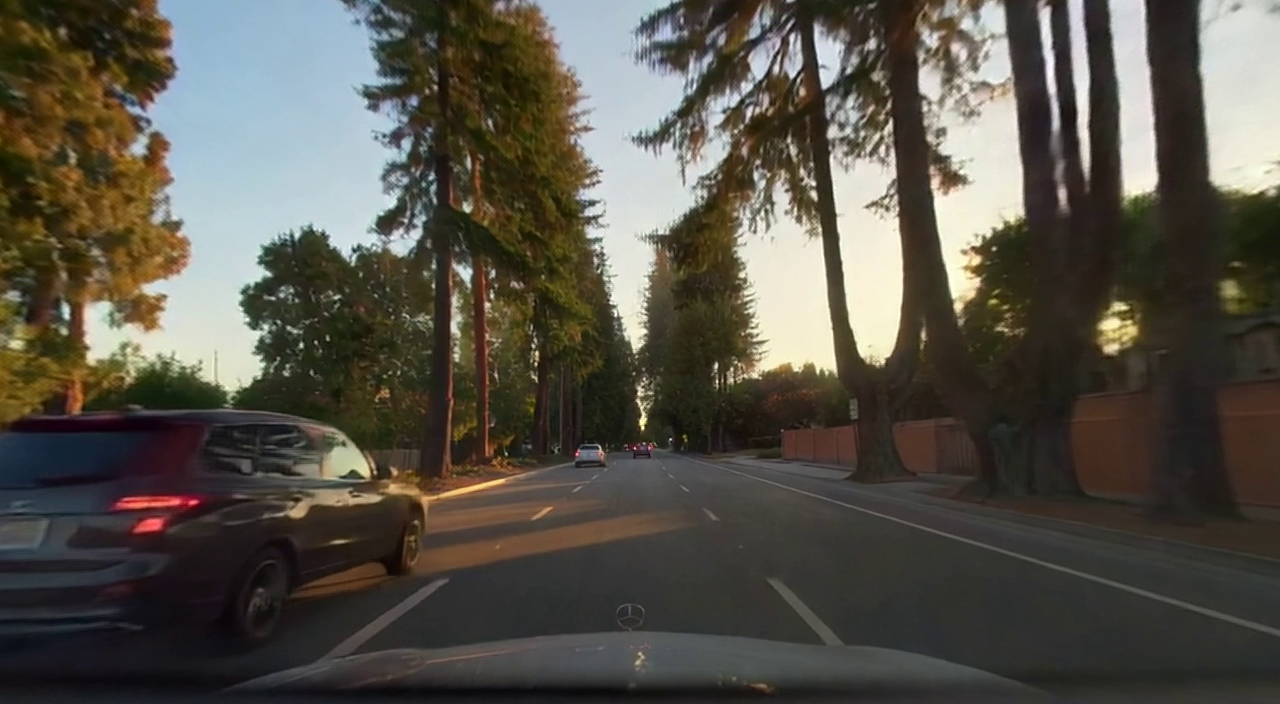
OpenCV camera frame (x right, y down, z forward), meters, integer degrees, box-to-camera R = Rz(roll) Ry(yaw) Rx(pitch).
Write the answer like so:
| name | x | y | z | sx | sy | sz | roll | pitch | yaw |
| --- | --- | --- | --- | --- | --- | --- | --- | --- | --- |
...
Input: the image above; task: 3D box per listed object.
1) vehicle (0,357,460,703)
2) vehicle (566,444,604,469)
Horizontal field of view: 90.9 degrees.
| name | x | y | z | sx | sy | sz | roll | pitch | yaw |
| --- | --- | --- | --- | --- | --- | --- | --- | --- | --- |
| vehicle | -3.223 | 1.210 | 5.199 | 2.058 | 1.671 | 4.704 | 0 | -9 | 0 |
| vehicle | -3.454 | 6.654 | 40.252 | 2.021 | 1.466 | 4.330 | 0 | -9 | 1 |
